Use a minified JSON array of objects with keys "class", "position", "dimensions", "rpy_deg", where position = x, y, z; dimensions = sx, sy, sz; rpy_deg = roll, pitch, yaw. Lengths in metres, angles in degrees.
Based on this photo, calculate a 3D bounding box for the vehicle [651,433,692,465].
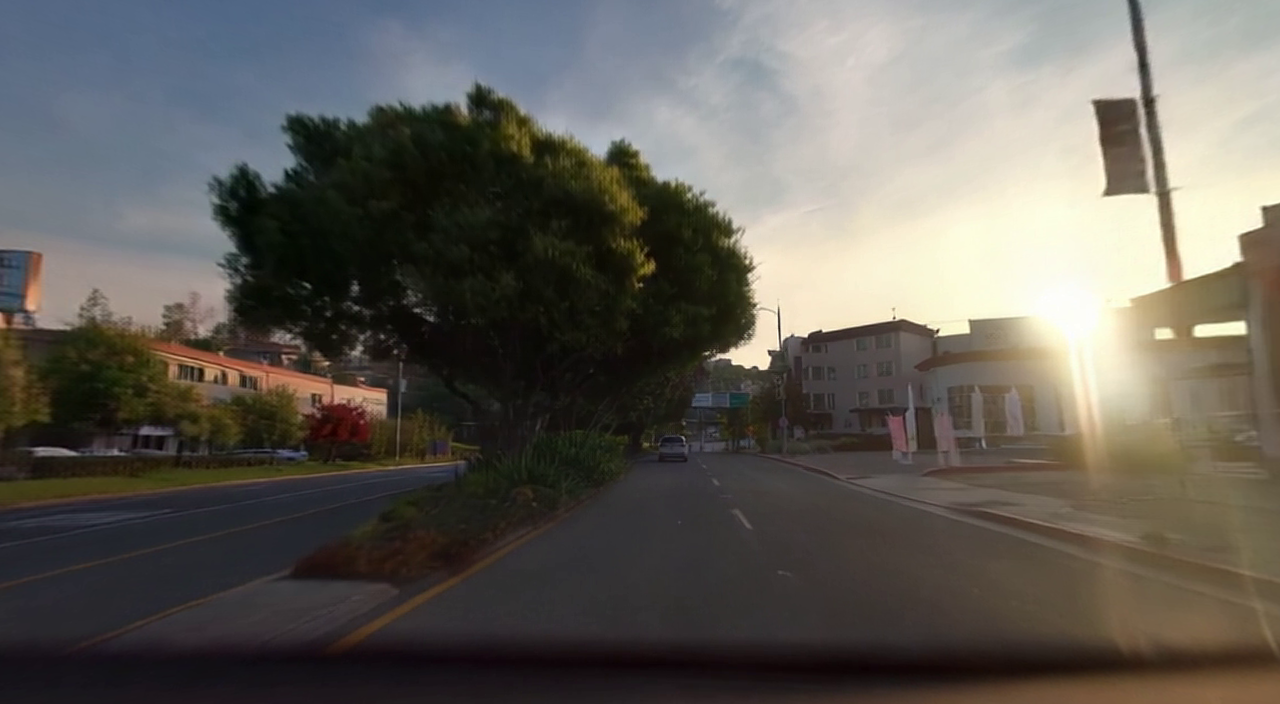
[{"class":"vehicle","position":[1.962,5.844,38.010],"dimensions":[2.235,1.719,4.292],"rpy_deg":[1,-8,5]}]

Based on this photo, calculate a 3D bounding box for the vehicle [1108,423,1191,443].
[{"class":"vehicle","position":[39.442,6.321,48.802],"dimensions":[4.637,1.477,1.823],"rpy_deg":[-1,-8,5]}]
